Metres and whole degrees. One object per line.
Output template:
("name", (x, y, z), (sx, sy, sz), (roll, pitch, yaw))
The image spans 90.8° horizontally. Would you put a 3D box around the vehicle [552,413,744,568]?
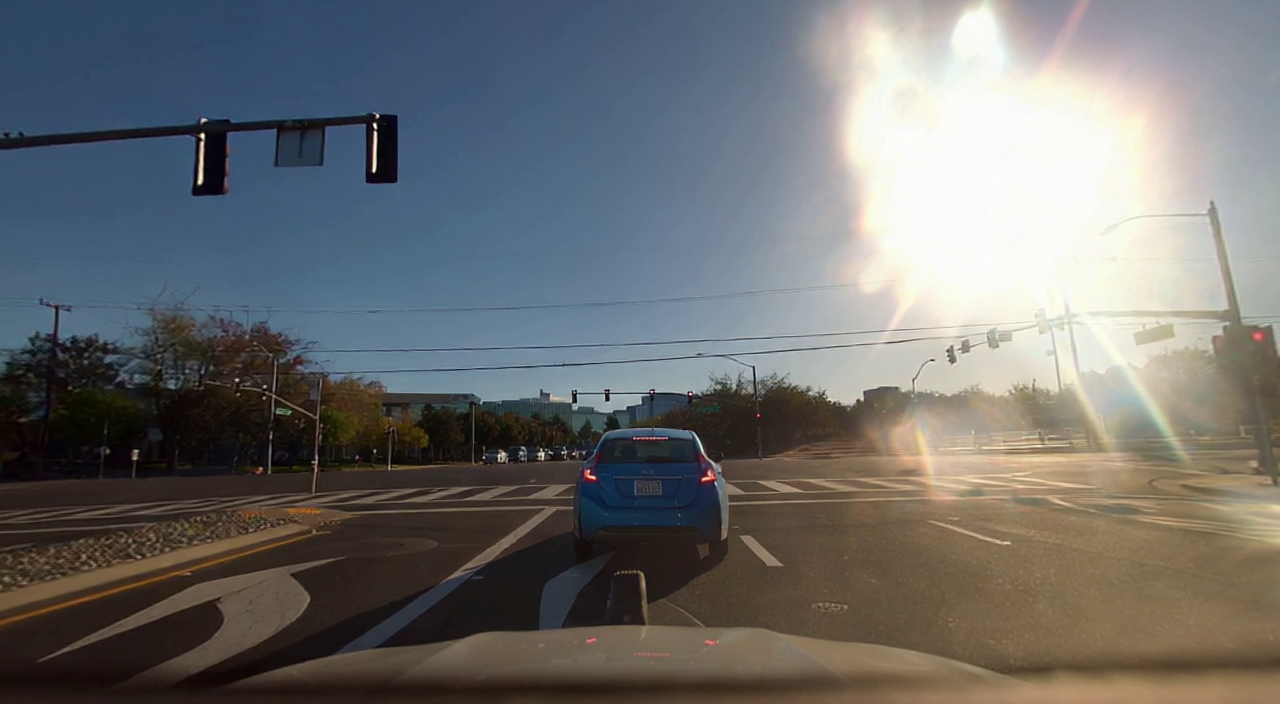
("vehicle", (0.045, 1.756, 8.707), (2.027, 1.626, 3.942), (0, -8, -1))
